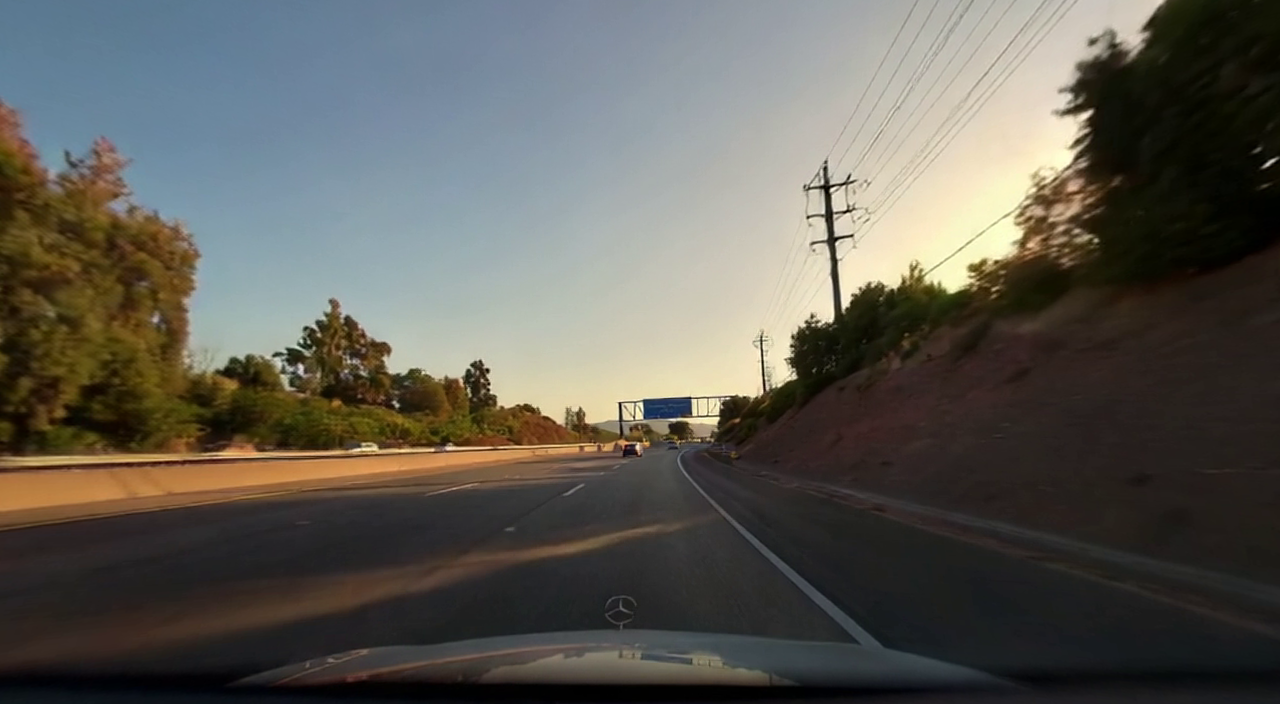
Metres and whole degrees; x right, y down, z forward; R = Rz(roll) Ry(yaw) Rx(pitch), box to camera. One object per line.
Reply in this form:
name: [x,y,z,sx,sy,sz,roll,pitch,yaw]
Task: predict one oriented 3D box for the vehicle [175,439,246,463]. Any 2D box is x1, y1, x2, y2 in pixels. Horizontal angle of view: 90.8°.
vehicle: [-31.122,7.208,45.928,1.860,1.648,4.477,-1,-9,2]
